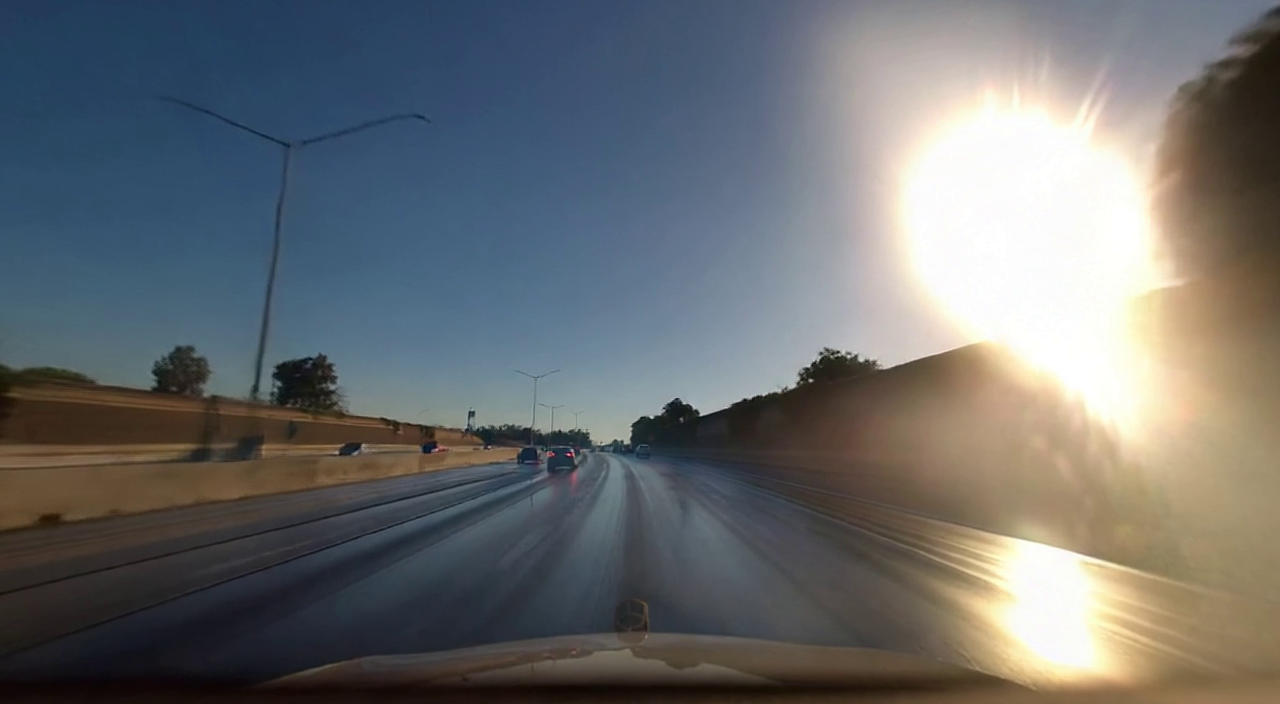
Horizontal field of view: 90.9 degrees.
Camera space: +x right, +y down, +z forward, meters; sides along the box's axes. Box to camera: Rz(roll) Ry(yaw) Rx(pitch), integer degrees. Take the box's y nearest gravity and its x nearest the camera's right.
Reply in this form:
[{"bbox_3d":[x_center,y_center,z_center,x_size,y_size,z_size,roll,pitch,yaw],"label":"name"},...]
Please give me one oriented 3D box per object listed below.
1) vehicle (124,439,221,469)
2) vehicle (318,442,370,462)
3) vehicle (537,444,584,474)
[{"bbox_3d":[-25.478,5.583,34.598,1.940,1.527,4.459,0,-8,-2],"label":"vehicle"},{"bbox_3d":[-22.331,7.546,47.754,1.871,1.486,4.570,0,-8,-2],"label":"vehicle"},{"bbox_3d":[-4.200,5.717,33.919,2.014,1.481,4.156,0,-8,-1],"label":"vehicle"}]
